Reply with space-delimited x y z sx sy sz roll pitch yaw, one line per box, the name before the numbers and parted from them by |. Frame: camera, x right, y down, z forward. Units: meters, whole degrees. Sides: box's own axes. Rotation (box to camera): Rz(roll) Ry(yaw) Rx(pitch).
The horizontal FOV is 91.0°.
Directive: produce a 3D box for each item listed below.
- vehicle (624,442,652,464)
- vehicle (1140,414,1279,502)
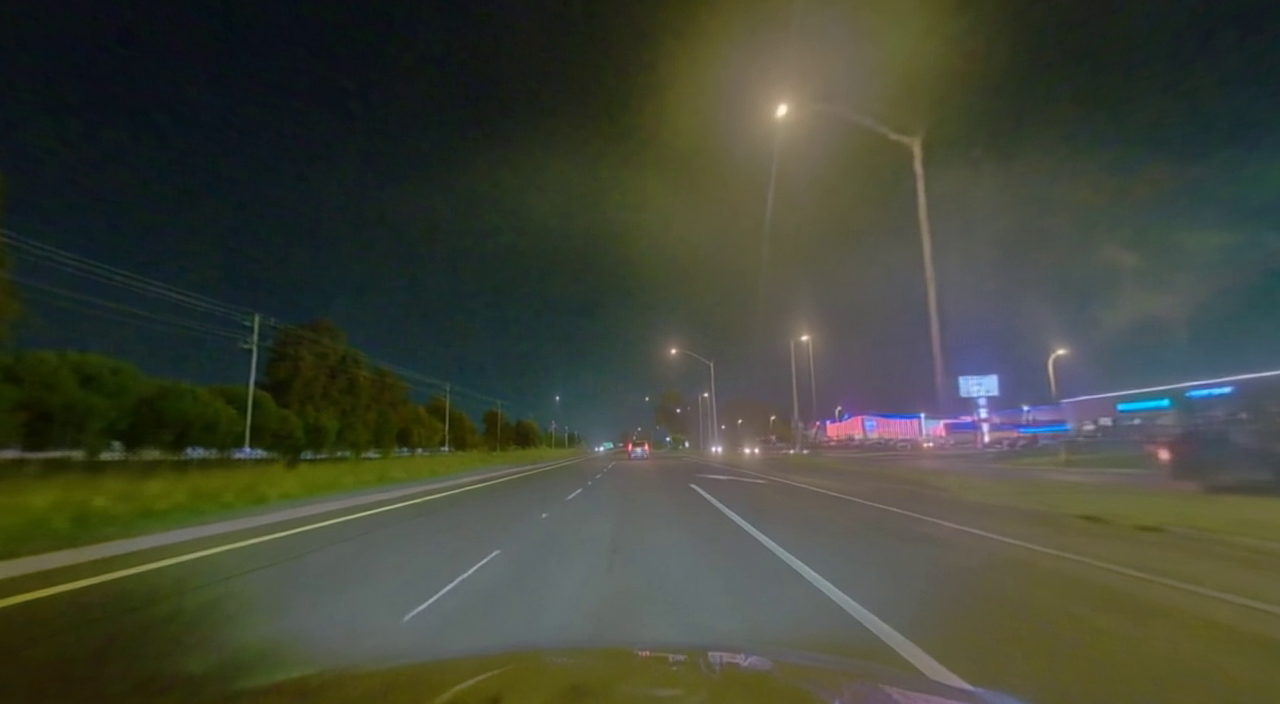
vehicle | -0.162 7.779 48.561 2.110 1.555 4.431 0 -9 -1
vehicle | 15.673 2.569 15.317 2.331 1.988 5.665 0 -9 0
